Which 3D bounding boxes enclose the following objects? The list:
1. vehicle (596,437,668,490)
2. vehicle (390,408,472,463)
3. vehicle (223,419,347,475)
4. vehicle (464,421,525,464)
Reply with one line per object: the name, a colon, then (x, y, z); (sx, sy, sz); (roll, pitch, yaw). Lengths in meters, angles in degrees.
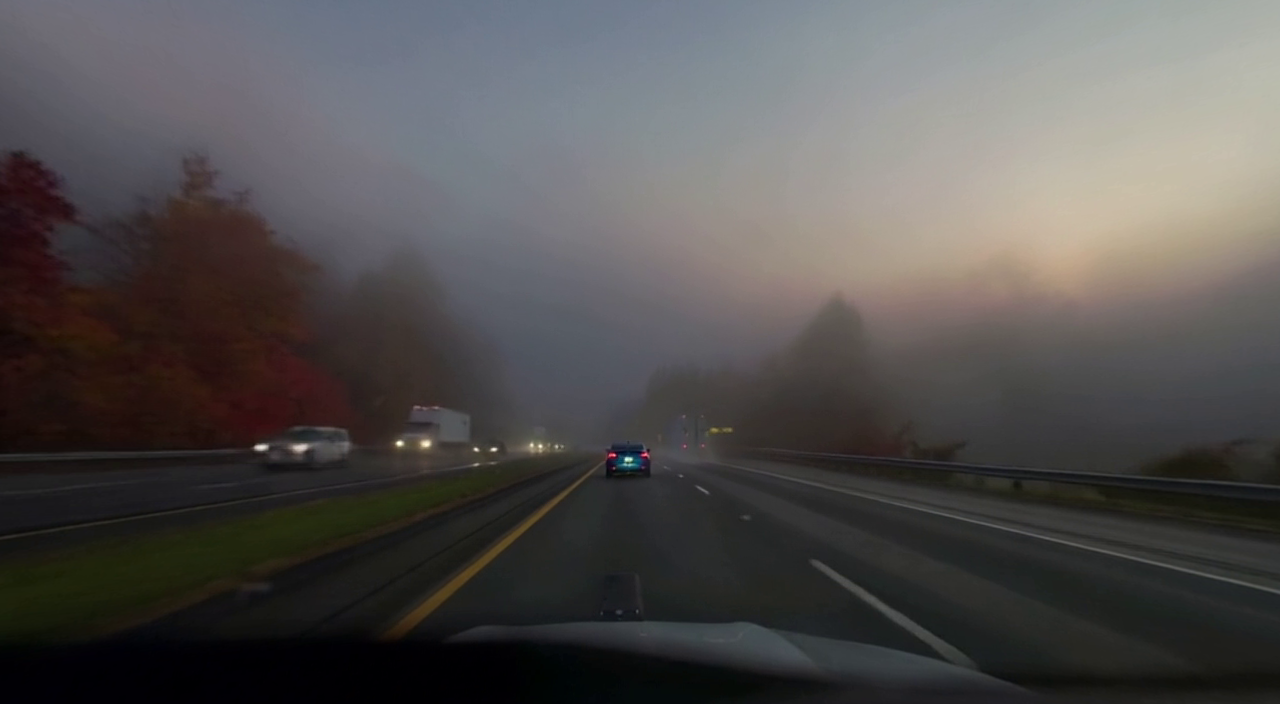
vehicle: (-0.271, 3.544, 20.203); (2.099, 1.506, 4.097); (0, -9, -1)
vehicle: (-14.289, 5.877, 43.615); (2.962, 3.482, 8.134); (0, -9, -1)
vehicle: (-13.383, 3.654, 24.057); (2.059, 1.899, 4.680); (0, -9, -1)
vehicle: (-9.462, 5.994, 41.430); (2.433, 2.536, 7.064); (0, -9, -1)
